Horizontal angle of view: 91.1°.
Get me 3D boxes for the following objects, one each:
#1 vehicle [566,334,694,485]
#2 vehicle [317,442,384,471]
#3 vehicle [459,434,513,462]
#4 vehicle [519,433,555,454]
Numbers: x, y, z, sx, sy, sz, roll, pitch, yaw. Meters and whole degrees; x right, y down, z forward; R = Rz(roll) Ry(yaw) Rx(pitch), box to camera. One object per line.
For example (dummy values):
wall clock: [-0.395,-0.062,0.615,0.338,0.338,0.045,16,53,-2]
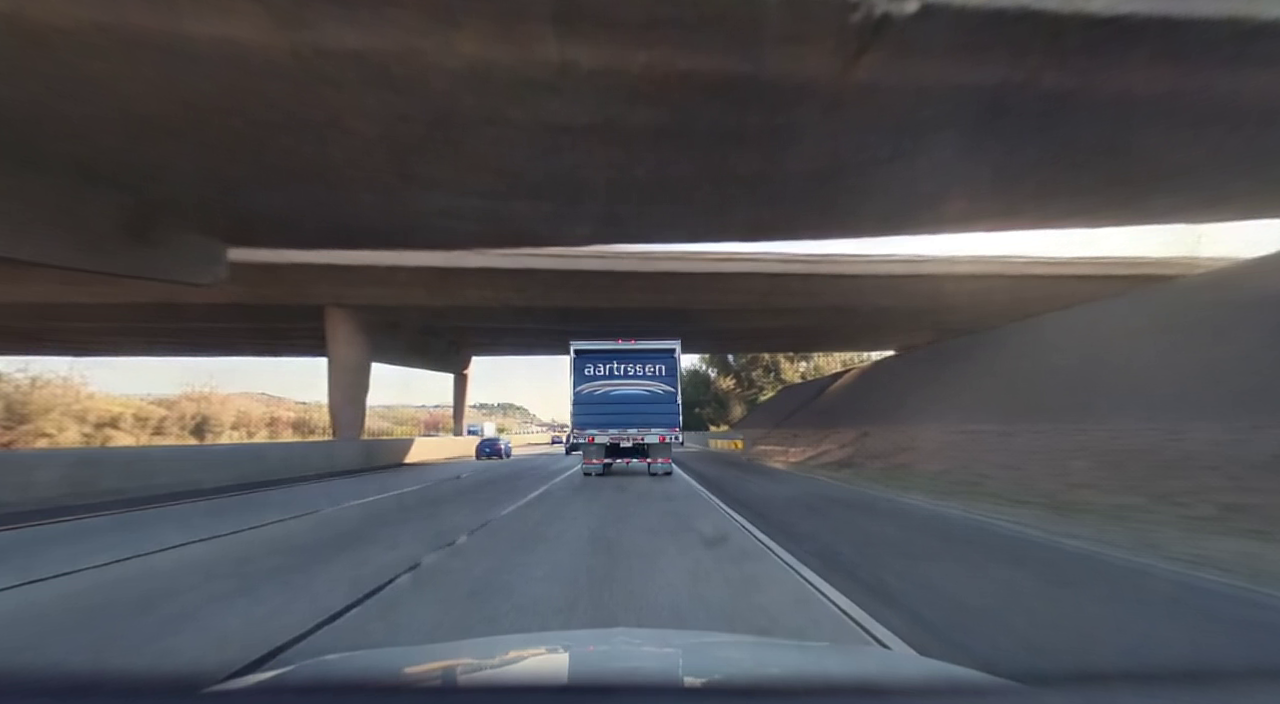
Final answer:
vehicle: [-0.295,2.250,22.494,3.442,4.106,10.719,0,-8,0]
vehicle: [-16.394,5.907,35.824,1.884,1.465,3.988,0,-8,0]
vehicle: [-8.456,5.283,34.811,1.940,1.488,3.976,0,-8,0]
vehicle: [-8.027,7.116,49.179,1.981,1.574,4.561,0,-8,1]
